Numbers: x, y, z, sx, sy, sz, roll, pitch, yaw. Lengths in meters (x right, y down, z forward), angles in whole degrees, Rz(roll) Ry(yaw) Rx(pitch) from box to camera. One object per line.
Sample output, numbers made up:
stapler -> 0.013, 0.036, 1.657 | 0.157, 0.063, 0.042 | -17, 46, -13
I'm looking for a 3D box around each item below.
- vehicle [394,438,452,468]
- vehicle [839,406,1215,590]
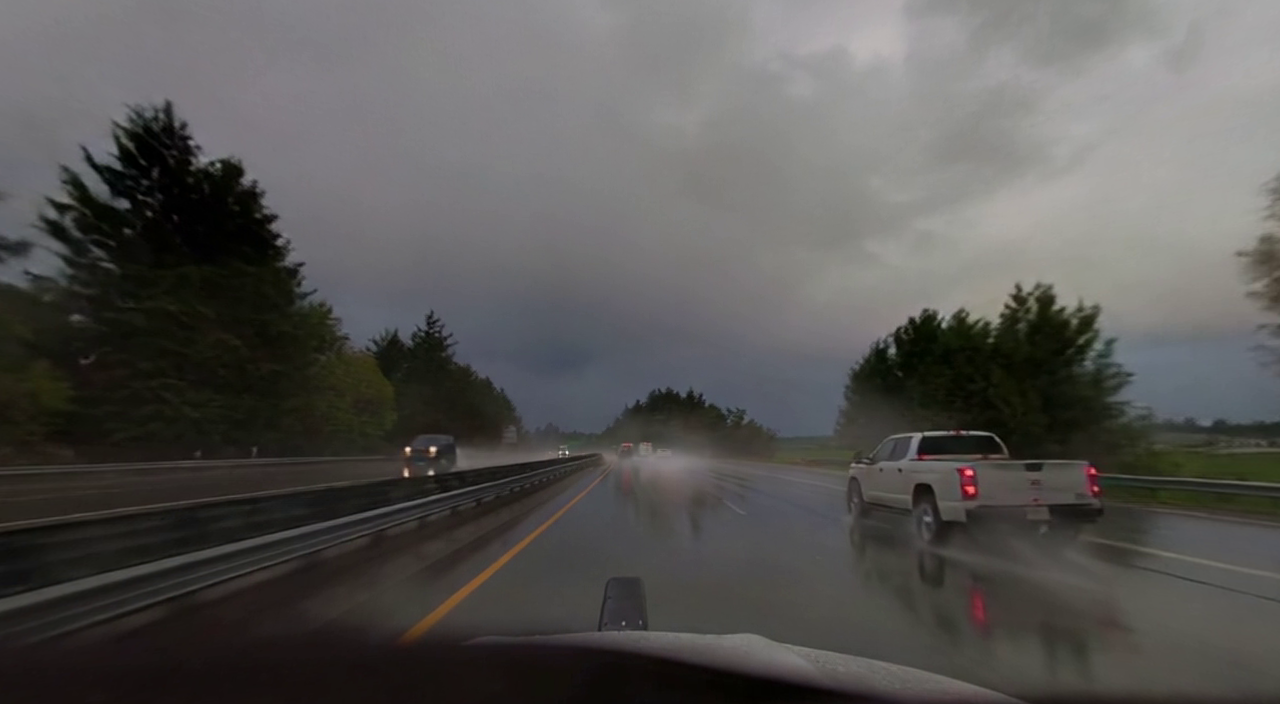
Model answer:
vehicle -> -13.157, 6.142, 38.431 | 1.954, 1.706, 4.514 | 0, -9, 0
vehicle -> 4.266, 1.675, 8.059 | 1.933, 1.663, 4.440 | 0, -9, 0
